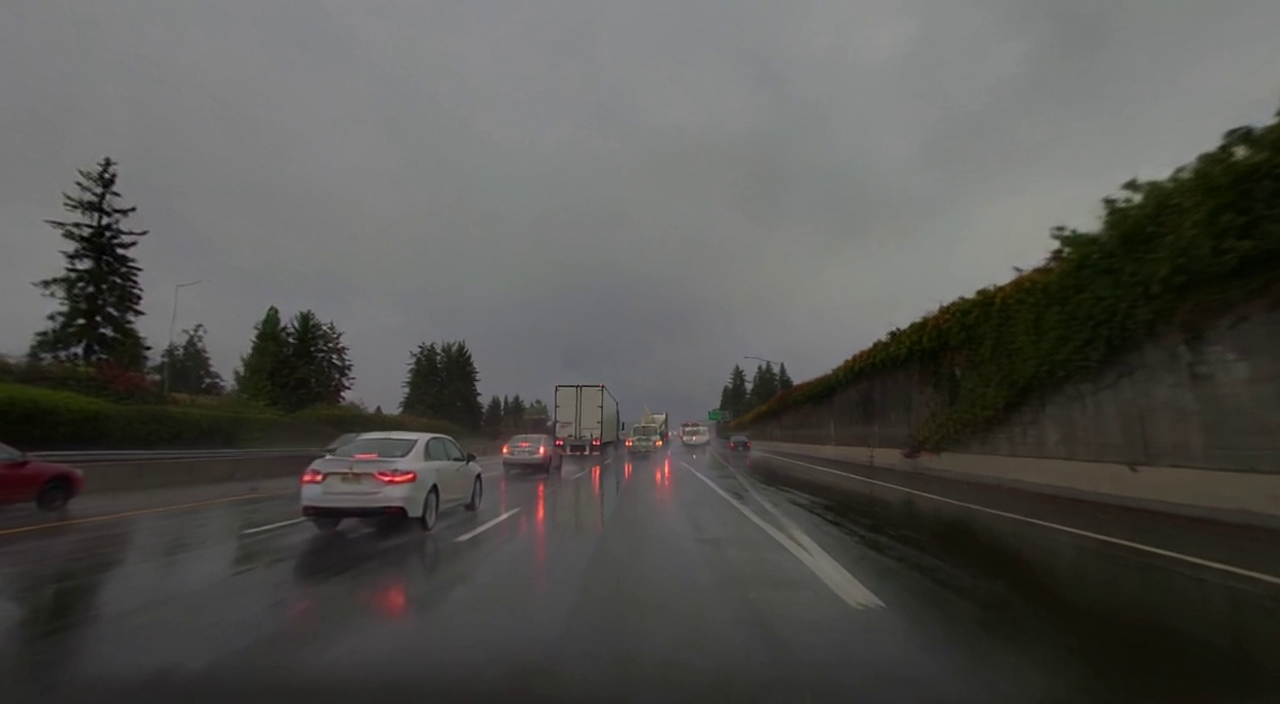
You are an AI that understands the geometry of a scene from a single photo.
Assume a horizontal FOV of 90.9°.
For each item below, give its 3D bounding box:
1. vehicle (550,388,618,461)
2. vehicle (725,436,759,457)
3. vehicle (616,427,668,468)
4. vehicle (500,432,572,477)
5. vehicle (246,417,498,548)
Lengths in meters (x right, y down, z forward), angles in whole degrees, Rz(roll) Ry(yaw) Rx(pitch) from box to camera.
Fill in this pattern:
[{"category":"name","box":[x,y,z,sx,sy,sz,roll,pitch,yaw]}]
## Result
[{"category":"vehicle","box":[-3.701,5.660,46.719,3.348,4.469,16.443,0,-9,1]},{"category":"vehicle","box":[7.534,7.048,46.978,2.176,1.493,3.955,-1,-8,4]},{"category":"vehicle","box":[0.096,4.595,30.428,2.325,1.864,4.128,0,-8,1]},{"category":"vehicle","box":[-4.005,4.016,25.015,2.124,1.627,3.863,0,-8,1]},{"category":"vehicle","box":[-3.780,1.920,10.010,1.866,1.568,4.603,0,-8,2]}]
